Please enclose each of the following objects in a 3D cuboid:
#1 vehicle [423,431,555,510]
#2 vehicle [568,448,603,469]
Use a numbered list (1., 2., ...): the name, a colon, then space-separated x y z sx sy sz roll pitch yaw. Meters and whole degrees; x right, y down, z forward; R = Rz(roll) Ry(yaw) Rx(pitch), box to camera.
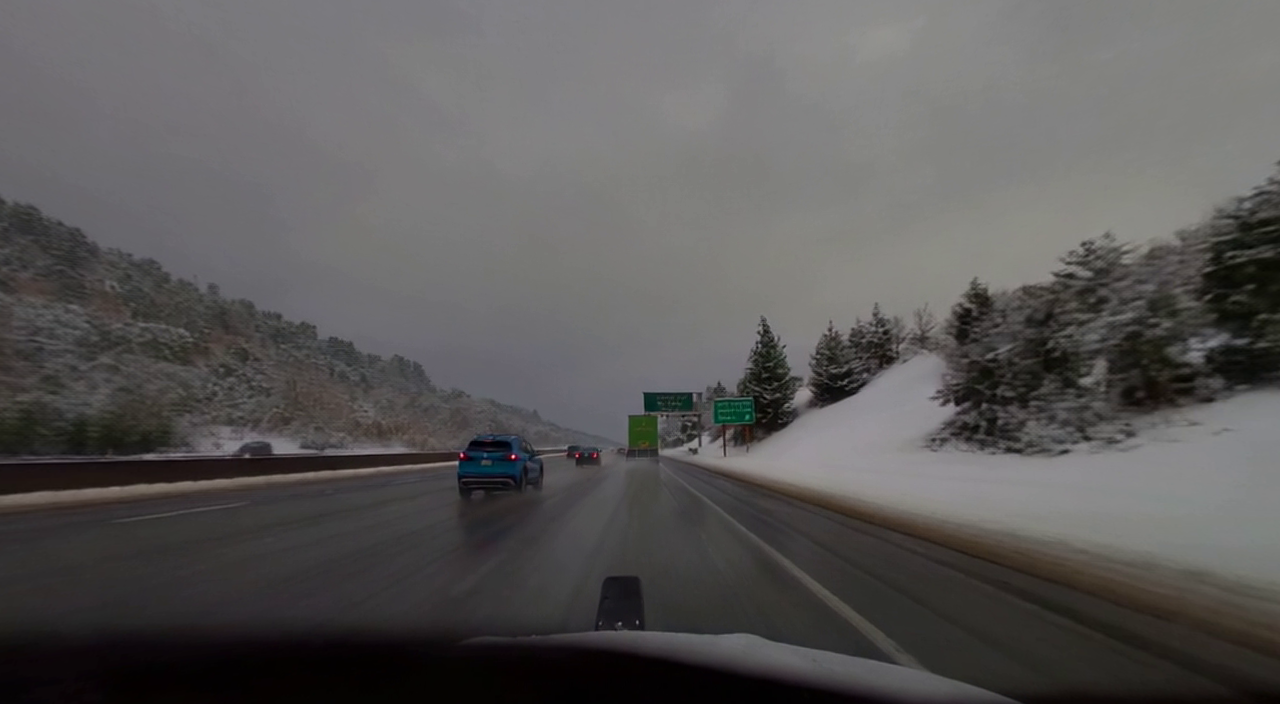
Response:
1. vehicle: -3.685 2.997 16.420 2.194 1.725 4.698 0 -9 1
2. vehicle: -3.993 7.846 46.663 2.101 1.476 4.471 1 -9 1
